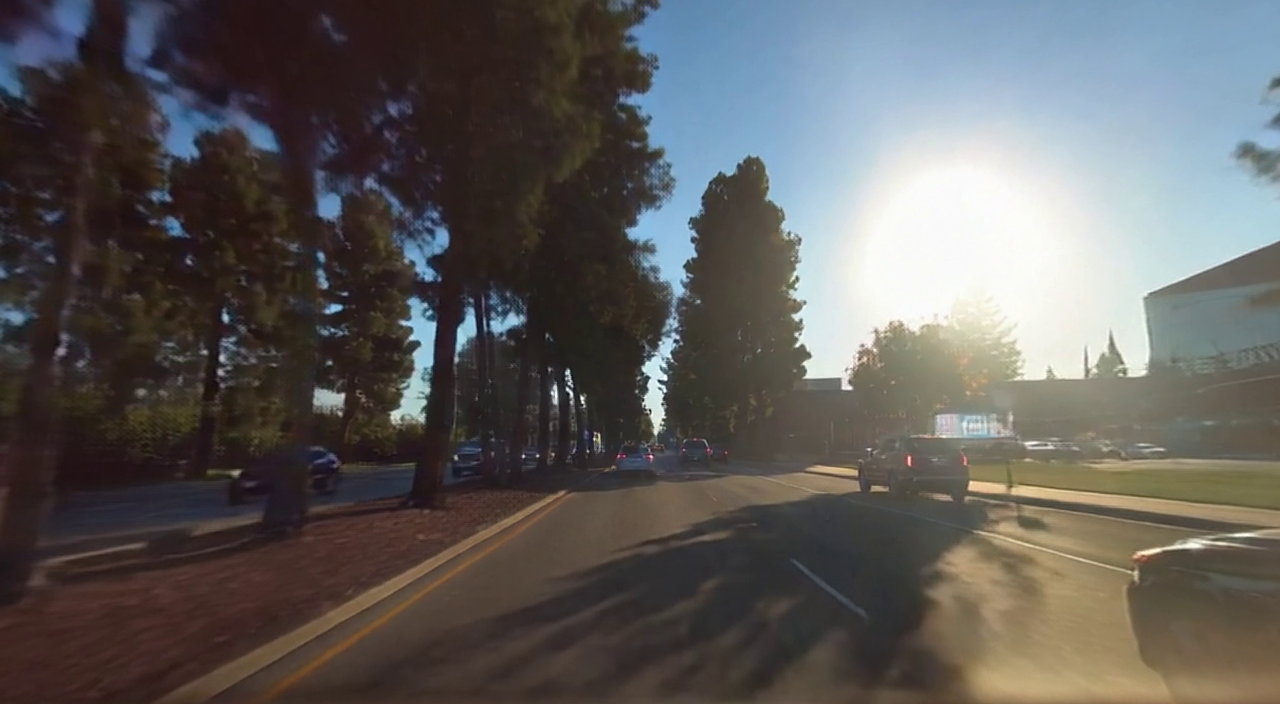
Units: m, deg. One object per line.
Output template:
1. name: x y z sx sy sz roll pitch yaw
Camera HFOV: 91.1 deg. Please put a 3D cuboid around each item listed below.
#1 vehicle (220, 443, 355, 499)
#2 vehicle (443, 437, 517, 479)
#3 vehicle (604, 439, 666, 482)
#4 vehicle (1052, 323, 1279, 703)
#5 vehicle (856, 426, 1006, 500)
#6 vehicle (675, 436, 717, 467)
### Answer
1. vehicle: -12.102 4.070 21.966 2.021 1.712 4.469 0 -9 1
2. vehicle: -7.961 5.317 31.872 2.262 1.920 5.604 0 -9 0
3. vehicle: -0.144 4.375 25.564 2.315 1.563 4.080 0 -9 1
4. vehicle: 3.493 0.623 1.398 2.090 1.763 4.560 0 -9 1
5. vehicle: 7.866 3.044 17.573 2.090 1.768 4.407 0 -9 0
6. vehicle: 4.130 7.485 47.387 2.716 2.131 5.766 0 -9 1
